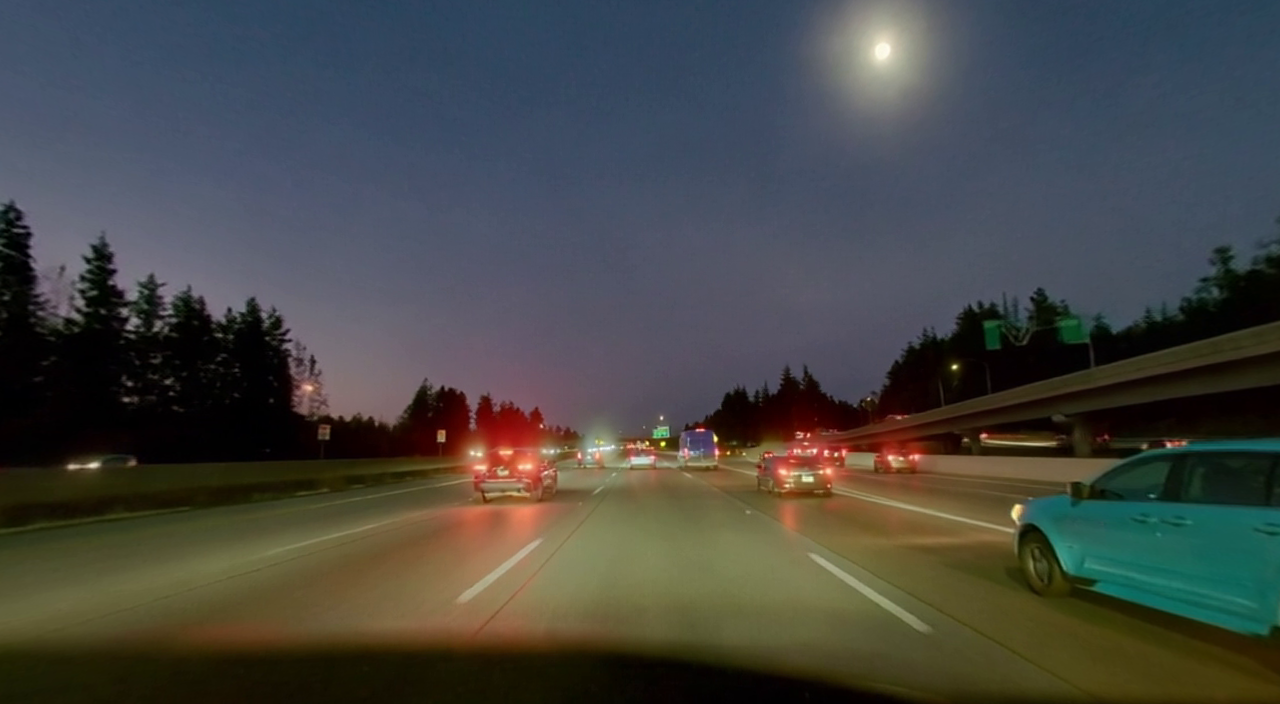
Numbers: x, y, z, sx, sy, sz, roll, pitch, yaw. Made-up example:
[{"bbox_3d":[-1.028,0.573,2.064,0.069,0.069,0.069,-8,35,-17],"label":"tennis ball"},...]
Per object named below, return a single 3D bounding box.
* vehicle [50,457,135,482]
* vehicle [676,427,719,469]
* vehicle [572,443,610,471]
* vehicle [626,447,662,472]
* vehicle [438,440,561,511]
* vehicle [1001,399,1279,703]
[{"bbox_3d":[-36.837,7.881,42.586,1.729,1.459,4.493,0,-8,0],"label":"vehicle"},{"bbox_3d":[4.043,6.926,45.636,2.436,2.745,6.607,0,-8,-1],"label":"vehicle"},{"bbox_3d":[-3.233,6.978,42.166,2.078,1.706,4.298,-1,-8,2],"label":"vehicle"},{"bbox_3d":[0.229,6.689,39.594,2.174,1.467,4.005,0,-8,0],"label":"vehicle"},{"bbox_3d":[-3.377,3.046,16.063,2.137,1.562,3.926,0,-8,2],"label":"vehicle"},{"bbox_3d":[4.010,0.989,2.826,2.085,1.558,4.466,0,-8,-1],"label":"vehicle"}]
